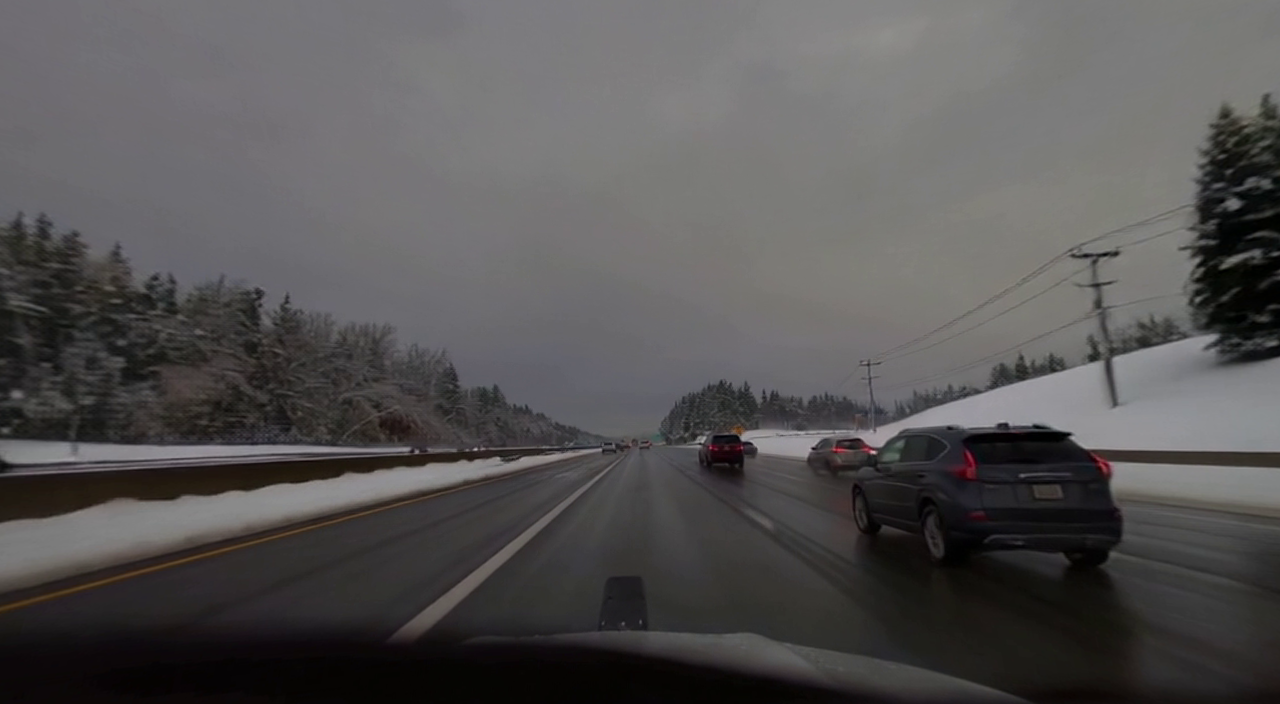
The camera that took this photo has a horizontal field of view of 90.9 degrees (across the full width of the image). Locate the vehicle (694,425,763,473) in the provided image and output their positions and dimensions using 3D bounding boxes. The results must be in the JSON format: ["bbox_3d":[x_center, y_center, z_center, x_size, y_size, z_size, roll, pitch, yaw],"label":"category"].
[{"bbox_3d":[3.993,4.525,29.566,2.442,2.022,5.466,0,-8,0],"label":"vehicle"}]

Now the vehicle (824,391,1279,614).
[{"bbox_3d":[3.798,1.433,6.991,2.146,1.639,4.475,0,-8,0],"label":"vehicle"}]
